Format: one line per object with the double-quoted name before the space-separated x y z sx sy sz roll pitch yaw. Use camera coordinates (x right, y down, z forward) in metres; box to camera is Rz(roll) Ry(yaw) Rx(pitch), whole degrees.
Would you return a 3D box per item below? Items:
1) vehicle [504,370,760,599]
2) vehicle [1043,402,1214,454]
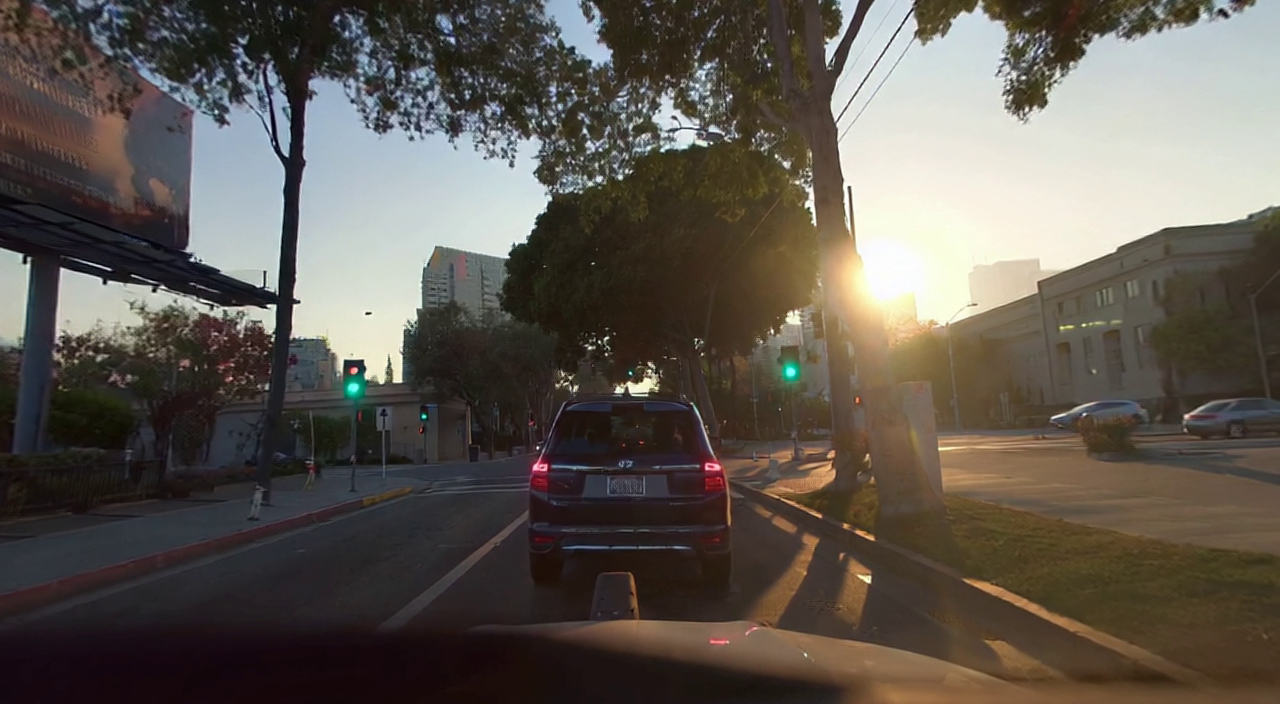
"vehicle" -0.058 1.384 7.289 2.142 1.904 3.816 -1 -8 0
"vehicle" 15.285 2.441 19.924 3.750 1.502 1.781 -2 -8 13
